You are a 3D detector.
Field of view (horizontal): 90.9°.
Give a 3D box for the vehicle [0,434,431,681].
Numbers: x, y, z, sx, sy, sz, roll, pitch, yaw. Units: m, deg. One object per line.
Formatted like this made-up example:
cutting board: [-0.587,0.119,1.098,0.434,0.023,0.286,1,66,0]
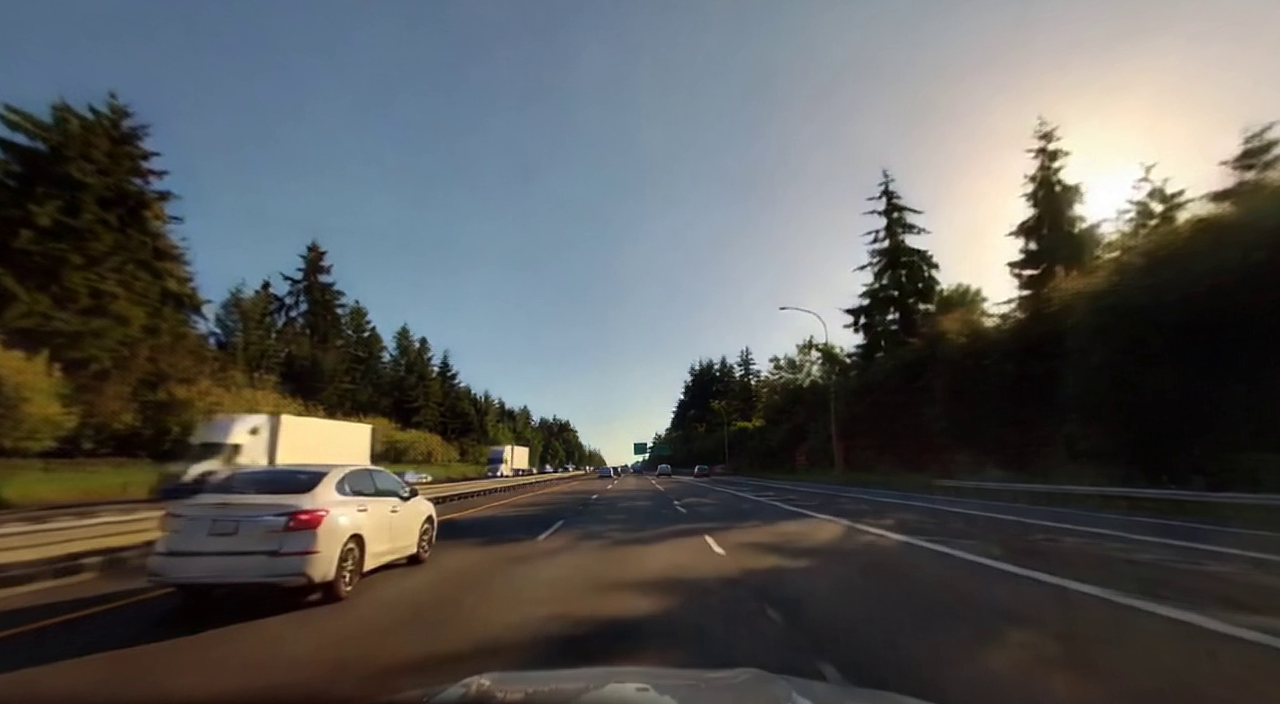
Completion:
vehicle: [-3.796,1.633,6.054,1.998,1.427,4.462,1,-11,0]
